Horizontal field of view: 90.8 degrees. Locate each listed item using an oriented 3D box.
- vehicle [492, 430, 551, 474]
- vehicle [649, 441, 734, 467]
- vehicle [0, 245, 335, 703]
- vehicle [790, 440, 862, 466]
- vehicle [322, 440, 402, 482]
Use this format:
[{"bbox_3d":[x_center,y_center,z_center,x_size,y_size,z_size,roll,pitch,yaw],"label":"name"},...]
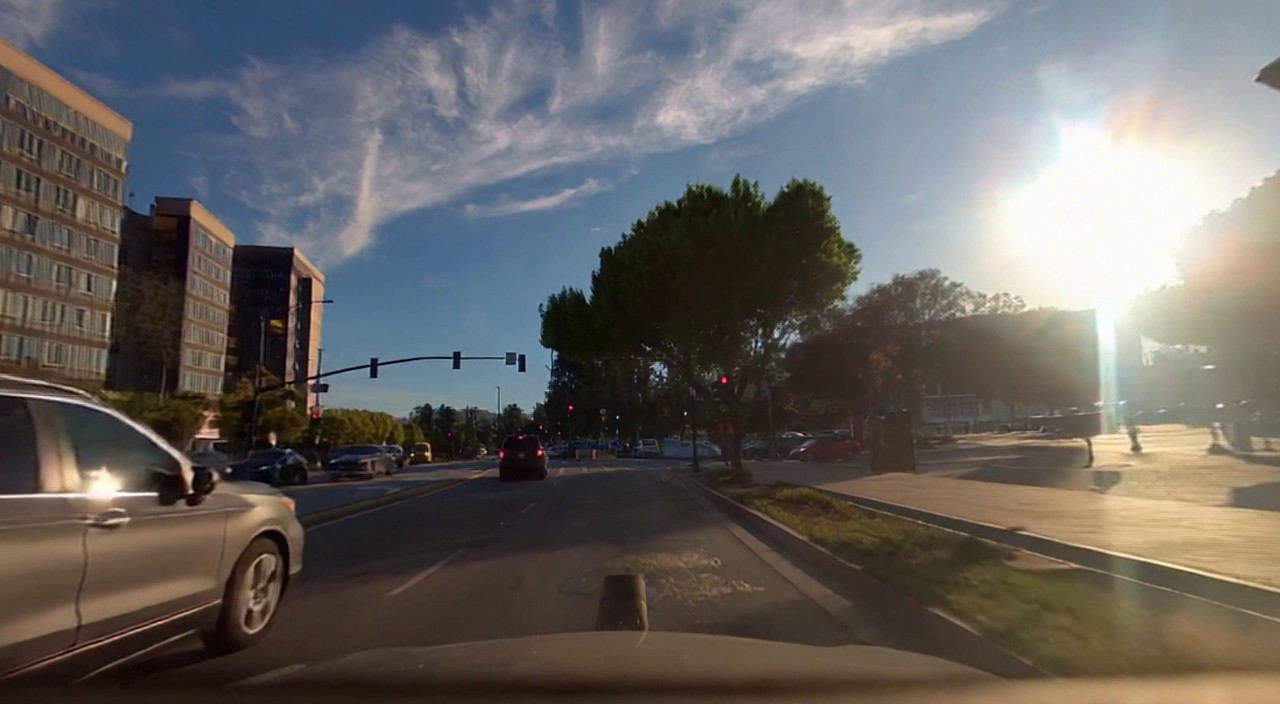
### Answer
[{"bbox_3d":[-5.236,4.534,28.655,2.134,1.799,5.082,1,-9,-5],"label":"vehicle"},{"bbox_3d":[3.454,6.797,42.393,5.257,1.627,2.161,-4,-10,27],"label":"vehicle"},{"bbox_3d":[-3.437,0.491,1.543,2.509,1.885,5.831,0,-9,-1],"label":"vehicle"},{"bbox_3d":[13.554,7.280,45.924,4.857,1.803,2.147,-3,-8,19],"label":"vehicle"},{"bbox_3d":[-11.654,4.579,26.796,1.925,1.631,4.250,1,-9,-7],"label":"vehicle"}]
